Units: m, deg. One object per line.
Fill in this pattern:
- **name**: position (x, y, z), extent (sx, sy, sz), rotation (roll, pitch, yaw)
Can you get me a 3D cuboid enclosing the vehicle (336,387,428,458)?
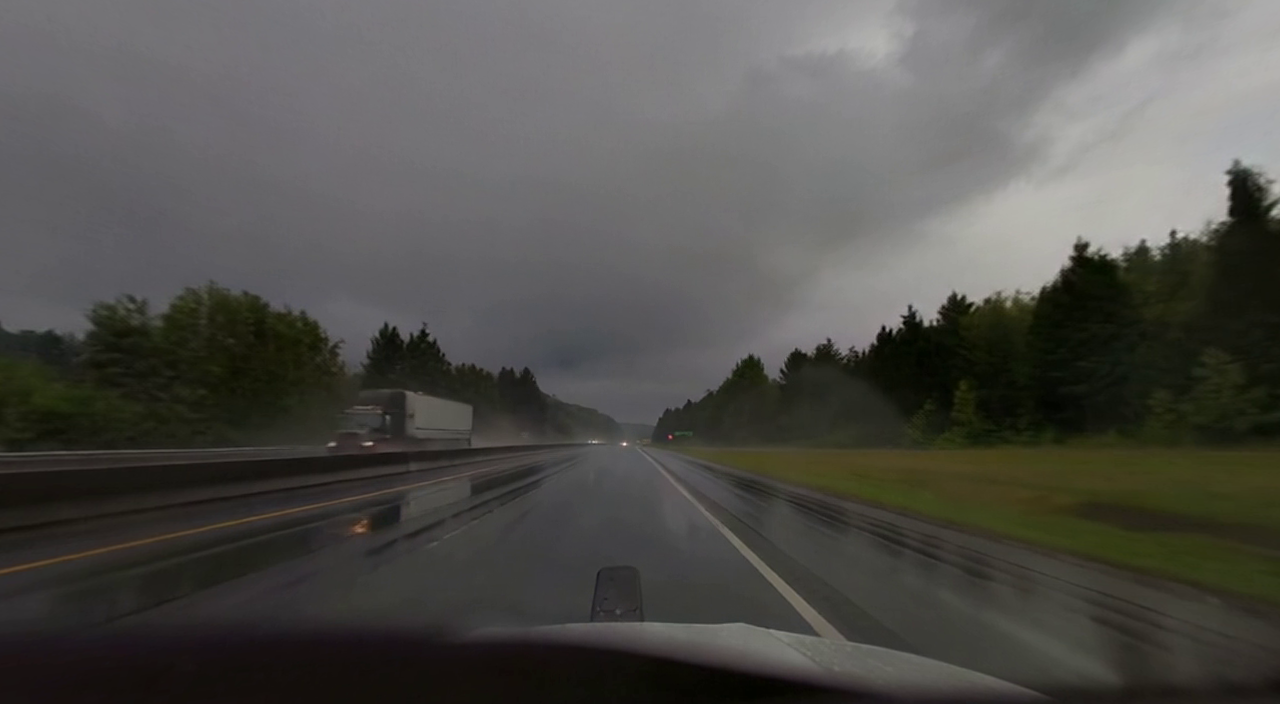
- **vehicle**: position (-15.418, 4.337, 38.016), extent (3.012, 3.928, 5.894), rotation (0, -8, -1)
